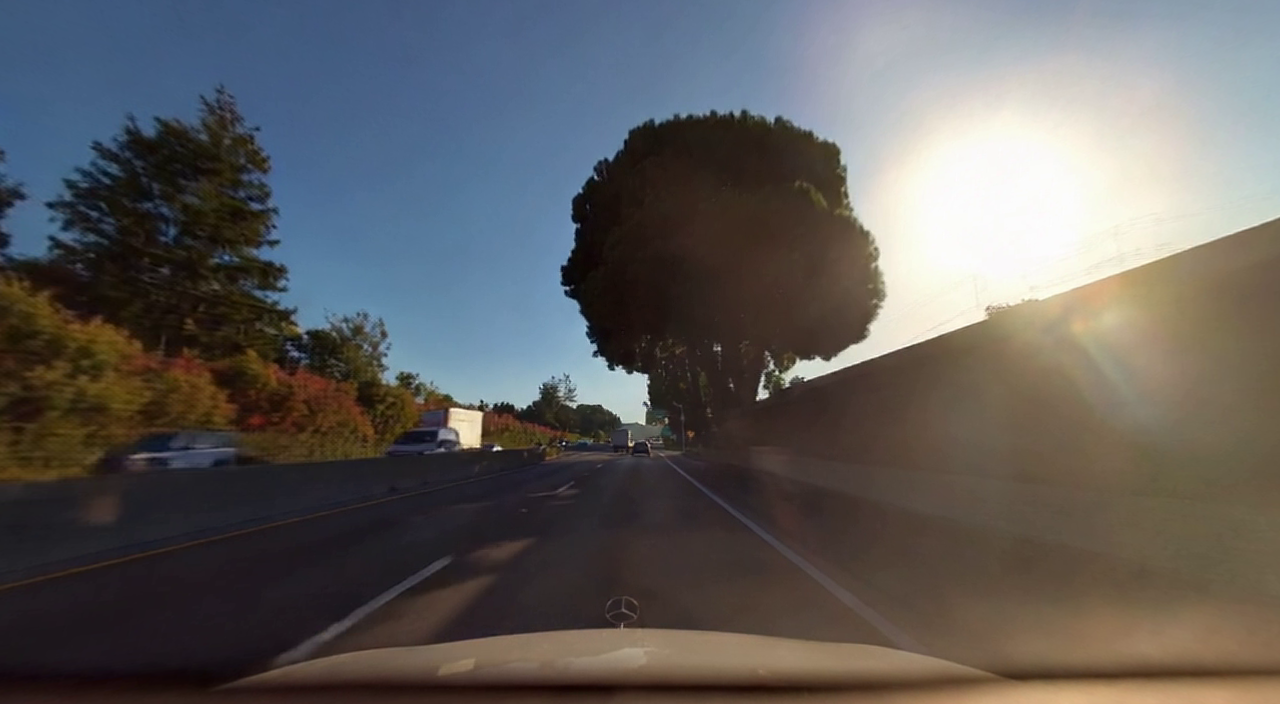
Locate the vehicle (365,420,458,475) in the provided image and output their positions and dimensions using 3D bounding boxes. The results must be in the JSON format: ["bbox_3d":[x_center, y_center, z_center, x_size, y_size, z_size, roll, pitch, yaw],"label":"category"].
[{"bbox_3d":[-10.829,4.597,30.455,2.323,2.410,5.572,0,-8,1],"label":"vehicle"}]

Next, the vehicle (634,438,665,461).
[{"bbox_3d":[0.637,6.791,44.061,2.030,1.523,4.114,0,-8,0],"label":"vehicle"}]

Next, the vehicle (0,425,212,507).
[{"bbox_3d":[-14.983,3.121,17.792,2.067,1.948,5.164,0,-8,0],"label":"vehicle"}]
